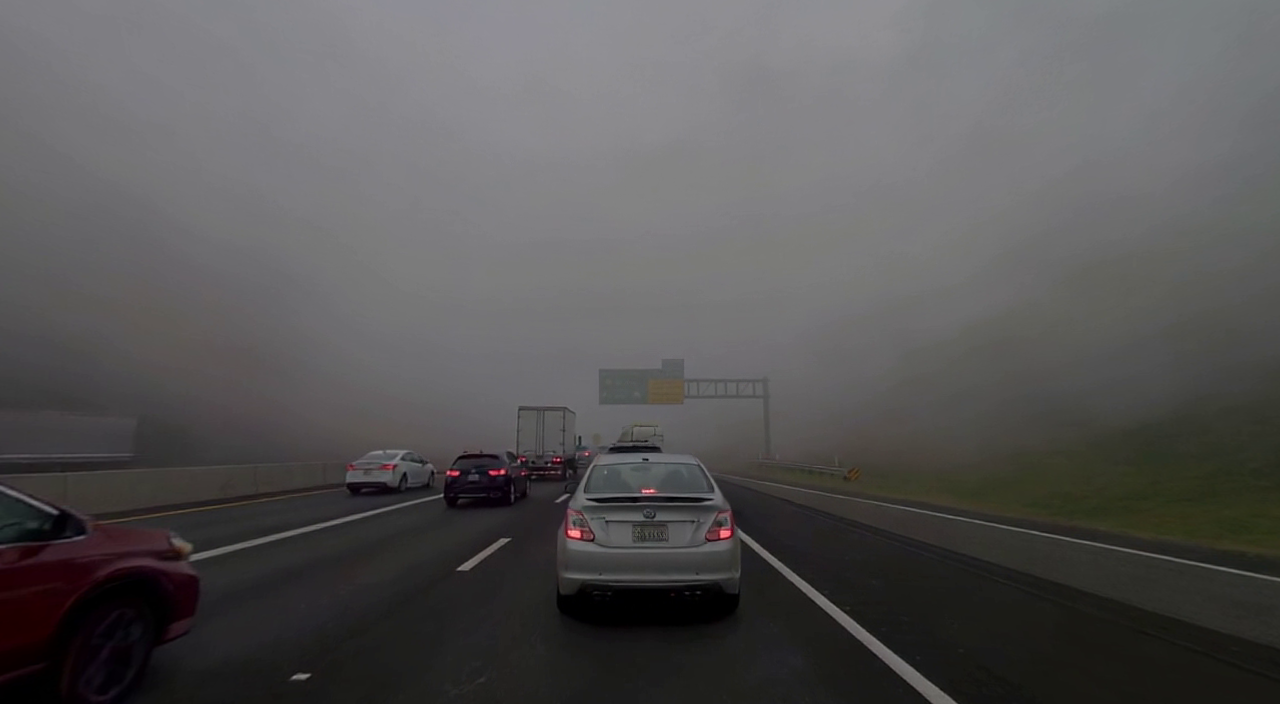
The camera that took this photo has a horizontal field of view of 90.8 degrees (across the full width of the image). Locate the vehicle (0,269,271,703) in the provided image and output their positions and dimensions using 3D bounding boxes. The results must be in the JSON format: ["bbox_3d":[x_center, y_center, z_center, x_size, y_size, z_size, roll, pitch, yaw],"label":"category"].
[{"bbox_3d":[-3.923,0.656,2.462,2.055,2.144,4.782,0,-9,-1],"label":"vehicle"}]

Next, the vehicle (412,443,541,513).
[{"bbox_3d":[-3.888,3.071,15.887,1.986,1.501,4.407,-1,-9,1],"label":"vehicle"}]

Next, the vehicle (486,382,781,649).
[{"bbox_3d":[-0.081,1.368,6.073,1.995,1.798,3.380,0,-9,-1],"label":"vehicle"}]

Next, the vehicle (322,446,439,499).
[{"bbox_3d":[-8.227,3.840,20.548,1.874,1.470,4.576,0,-9,0],"label":"vehicle"}]
